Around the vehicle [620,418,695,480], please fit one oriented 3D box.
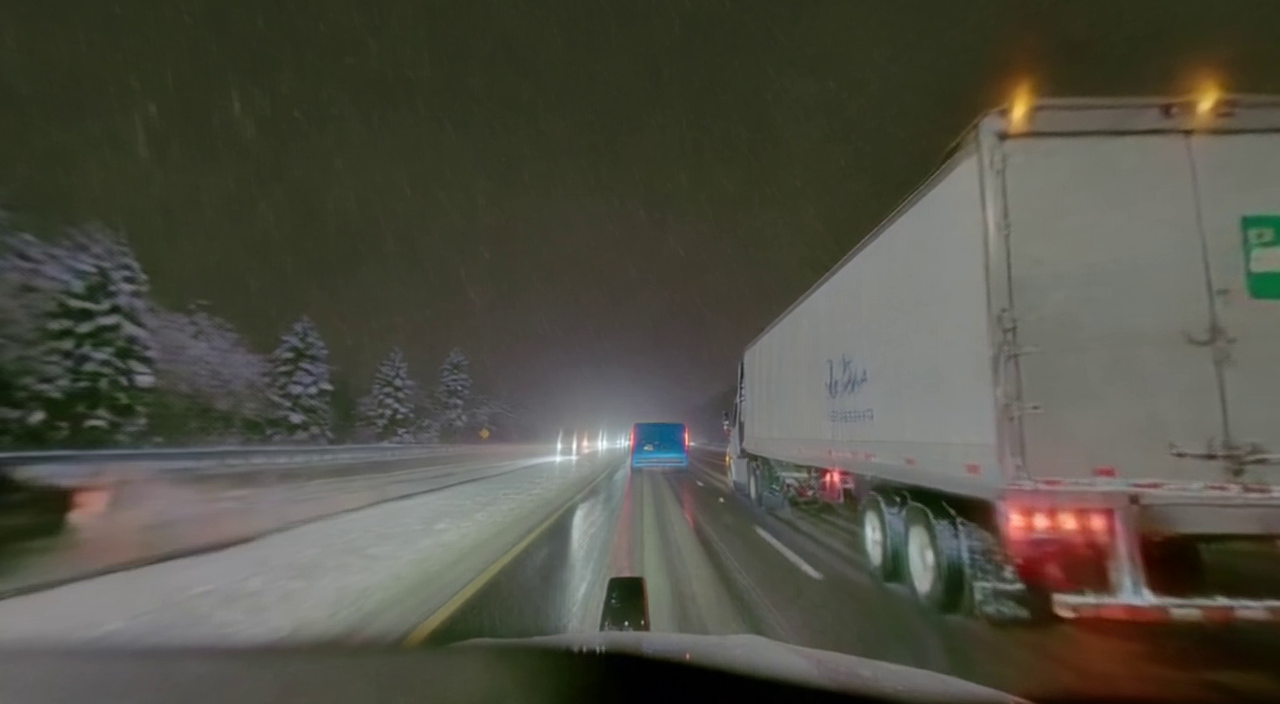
[{"bbox_3d":[0.628,3.548,23.078,2.469,2.027,4.554,0,-8,2],"label":"vehicle"}]
